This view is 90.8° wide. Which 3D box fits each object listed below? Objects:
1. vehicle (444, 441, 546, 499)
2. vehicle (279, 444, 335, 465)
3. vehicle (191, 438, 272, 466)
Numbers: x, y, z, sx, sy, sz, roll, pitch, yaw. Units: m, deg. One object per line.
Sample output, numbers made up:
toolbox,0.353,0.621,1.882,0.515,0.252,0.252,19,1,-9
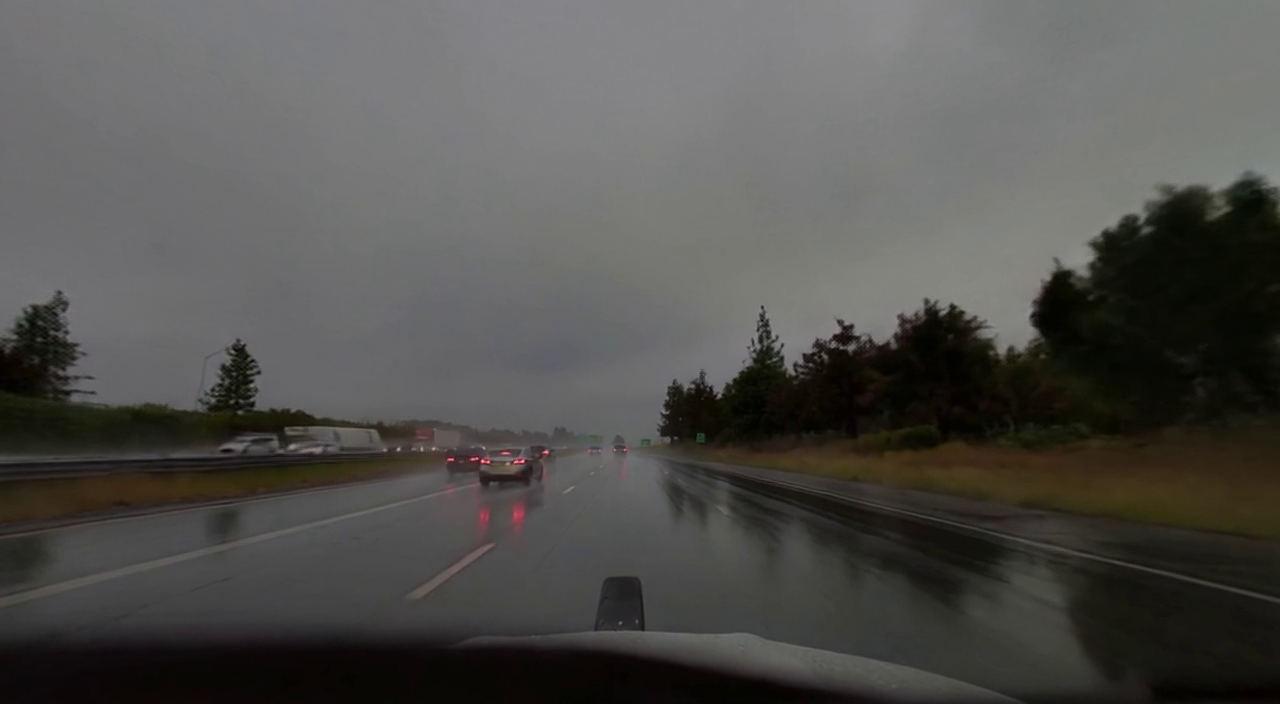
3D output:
vehicle,-4.236,3.516,19.272,2.073,1.516,4.478,-1,-9,0
vehicle,-25.351,7.841,48.312,1.840,1.483,4.590,0,-9,-1
vehicle,-29.883,7.358,46.535,2.176,1.868,5.849,0,-9,-2
